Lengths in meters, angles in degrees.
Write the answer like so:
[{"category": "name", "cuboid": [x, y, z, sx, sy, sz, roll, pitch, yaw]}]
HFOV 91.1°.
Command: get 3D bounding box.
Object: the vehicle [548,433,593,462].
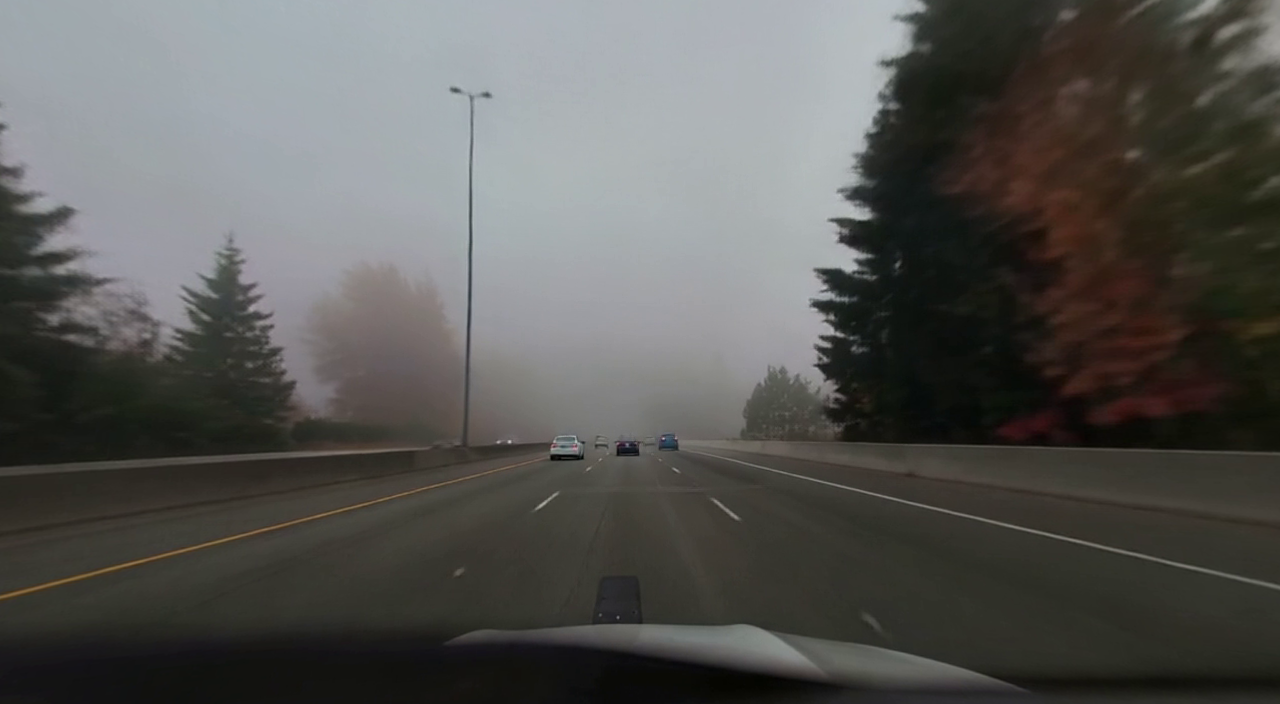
[{"category": "vehicle", "cuboid": [-3.933, 5.473, 36.247, 2.103, 1.507, 4.367, 0, -8, 0]}]
